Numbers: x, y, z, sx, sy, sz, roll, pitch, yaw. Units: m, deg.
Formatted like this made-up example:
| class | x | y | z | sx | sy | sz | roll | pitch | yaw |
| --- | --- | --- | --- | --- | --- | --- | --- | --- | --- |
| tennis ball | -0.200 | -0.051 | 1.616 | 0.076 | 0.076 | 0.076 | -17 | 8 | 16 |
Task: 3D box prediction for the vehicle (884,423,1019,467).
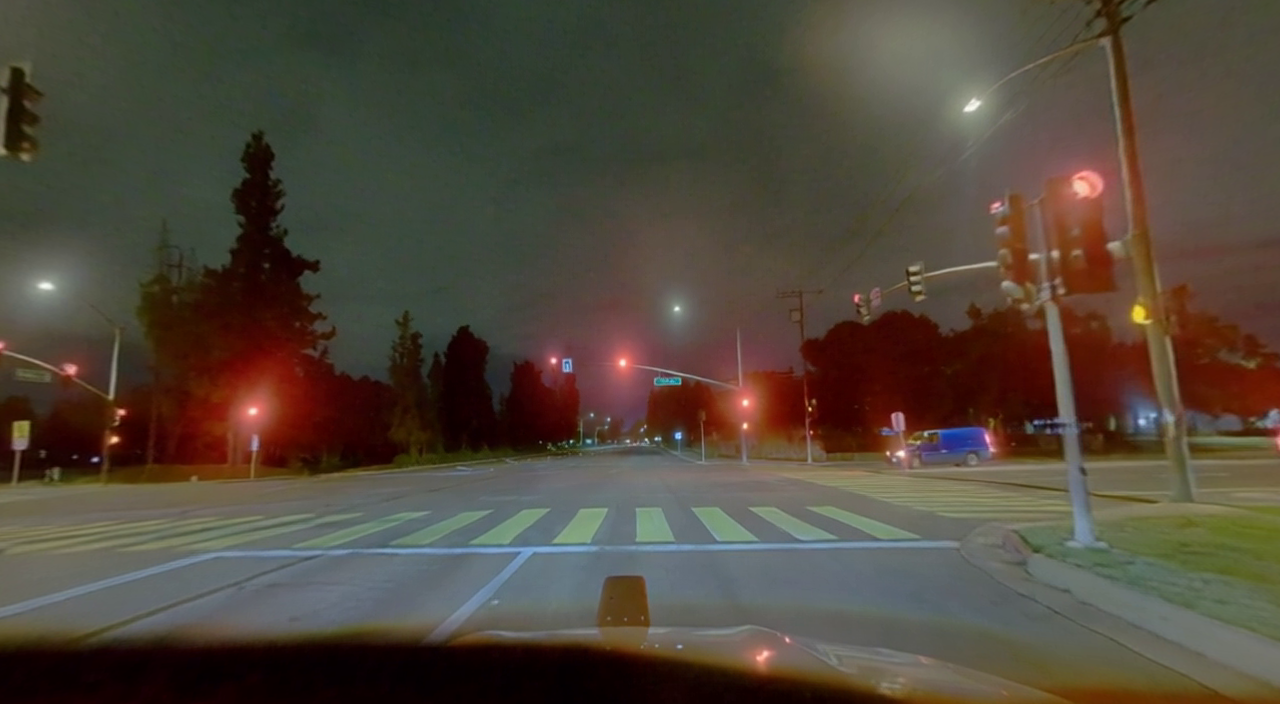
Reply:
| class | x | y | z | sx | sy | sz | roll | pitch | yaw |
| --- | --- | --- | --- | --- | --- | --- | --- | --- | --- |
| vehicle | 13.464 | 4.040 | 27.454 | 4.790 | 1.798 | 1.909 | 0 | -8 | 1 |
